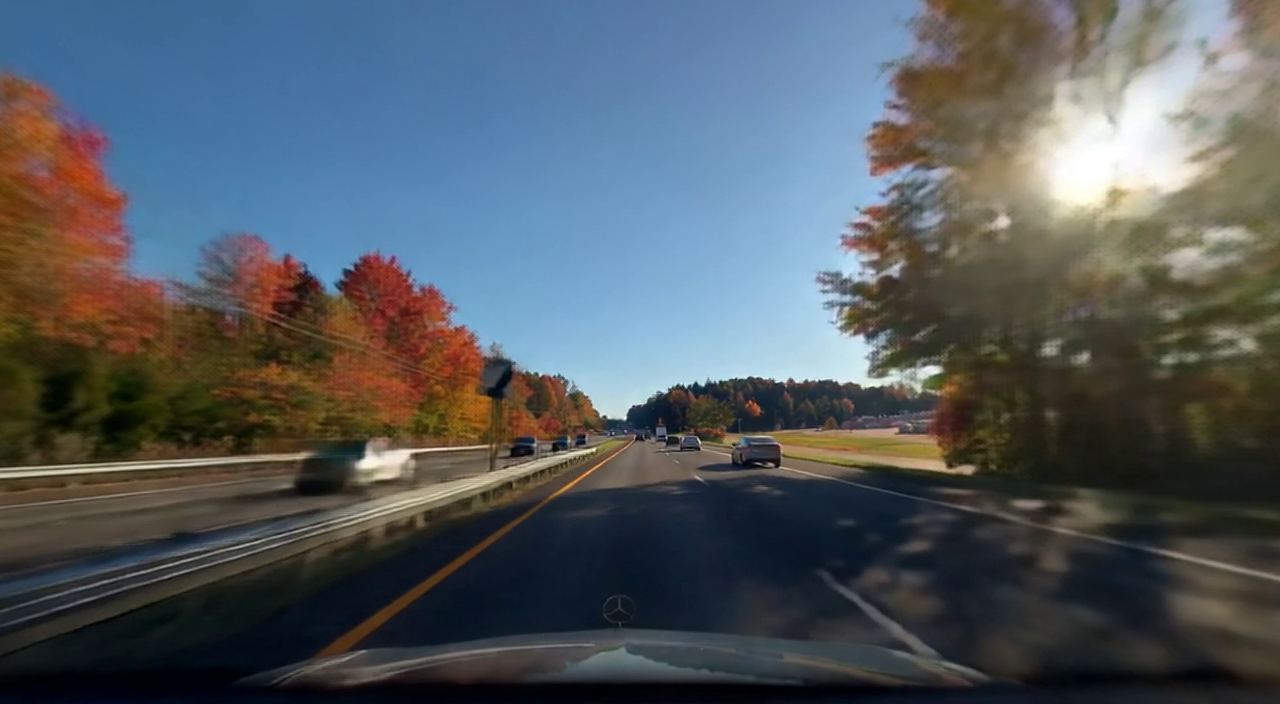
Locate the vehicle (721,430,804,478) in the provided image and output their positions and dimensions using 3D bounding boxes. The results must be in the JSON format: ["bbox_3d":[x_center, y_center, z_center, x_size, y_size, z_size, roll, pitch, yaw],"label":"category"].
[{"bbox_3d":[4.198,3.557,22.278,2.024,1.516,4.197,0,-8,-1],"label":"vehicle"}]

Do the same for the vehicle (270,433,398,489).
[{"bbox_3d":[-8.986,3.210,18.868,1.872,1.498,3.957,0,-8,0],"label":"vehicle"}]

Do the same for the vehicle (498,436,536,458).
[{"bbox_3d":[-8.709,6.780,44.910,1.861,1.504,4.286,0,-8,0],"label":"vehicle"}]
